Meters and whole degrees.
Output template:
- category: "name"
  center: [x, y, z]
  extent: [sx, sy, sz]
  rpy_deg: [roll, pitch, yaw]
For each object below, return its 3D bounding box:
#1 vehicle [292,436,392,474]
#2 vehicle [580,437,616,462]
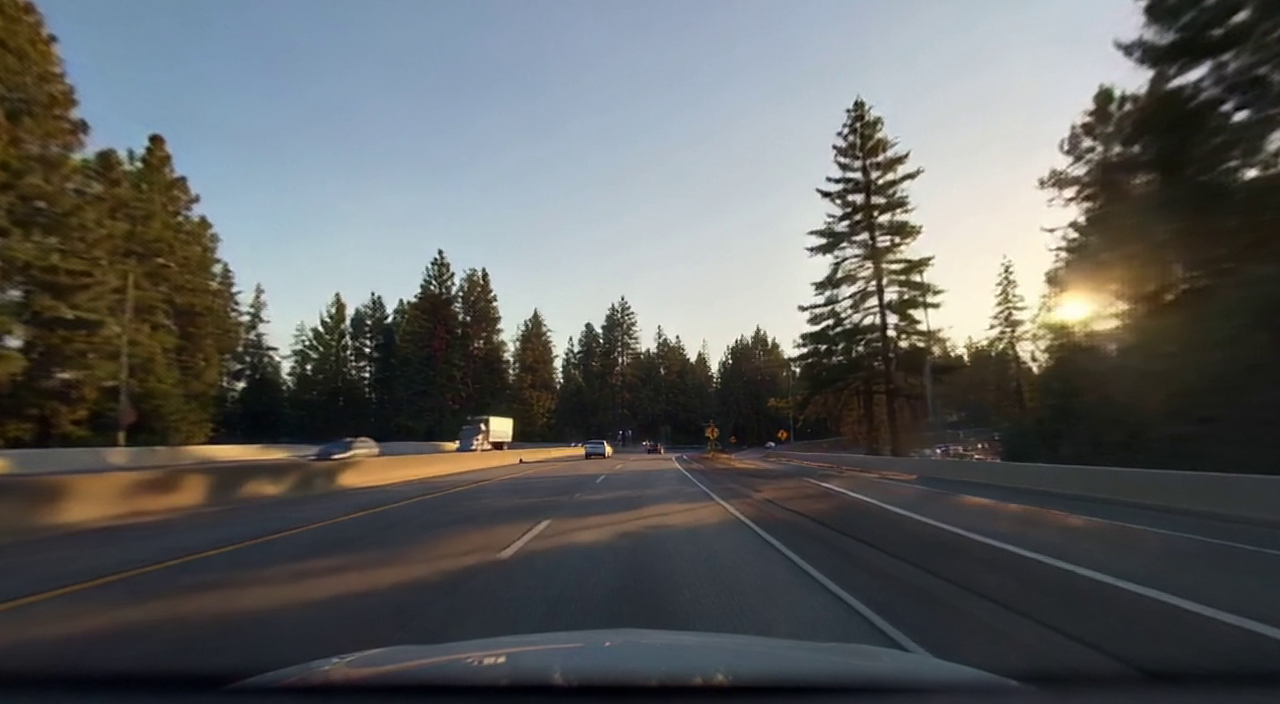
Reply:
- category: "vehicle"
  center: [-13.095, 4.556, 28.069]
  extent: [2.059, 1.527, 4.706]
  rpy_deg: [0, -8, 1]
- category: "vehicle"
  center: [-3.007, 7.084, 46.009]
  extent: [2.129, 1.742, 4.217]
  rpy_deg: [-1, -8, 3]
